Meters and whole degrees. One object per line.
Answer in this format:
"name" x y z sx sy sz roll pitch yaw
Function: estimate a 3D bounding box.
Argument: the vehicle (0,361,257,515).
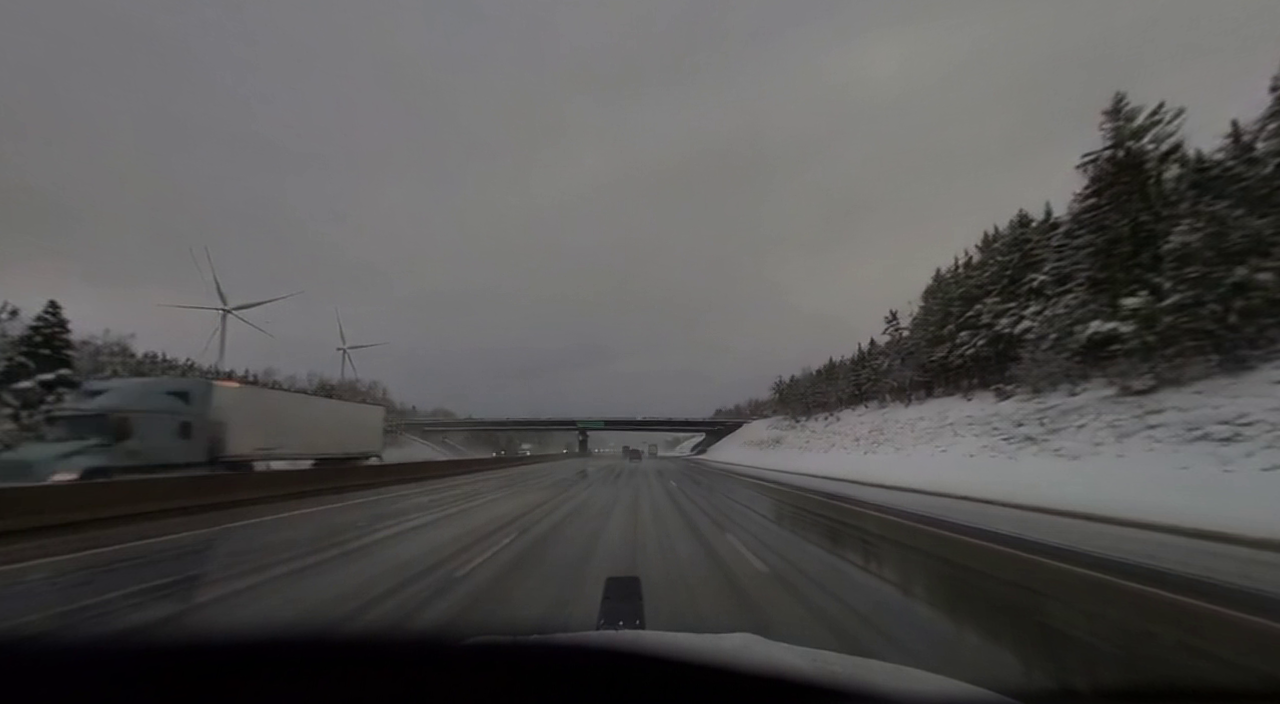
"vehicle" -15.561 2.712 19.773 3.154 4.039 6.070 0 -9 -1
